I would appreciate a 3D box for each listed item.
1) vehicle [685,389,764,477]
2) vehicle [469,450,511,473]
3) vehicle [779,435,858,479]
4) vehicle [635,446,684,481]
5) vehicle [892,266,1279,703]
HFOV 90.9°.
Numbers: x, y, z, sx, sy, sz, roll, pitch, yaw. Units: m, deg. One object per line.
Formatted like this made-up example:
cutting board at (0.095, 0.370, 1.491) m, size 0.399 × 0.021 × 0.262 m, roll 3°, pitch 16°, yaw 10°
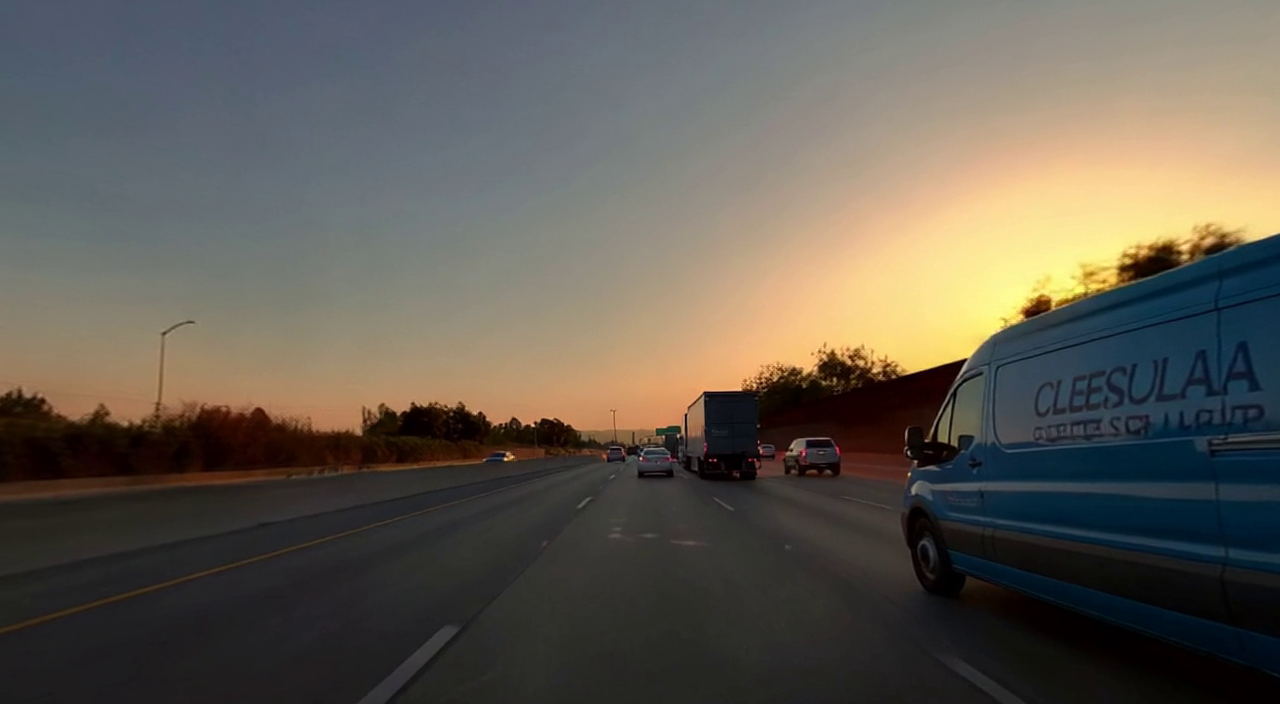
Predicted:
vehicle at (4.393, 4.717, 35.771) m, size 2.821 × 4.077 × 12.562 m, roll 0°, pitch -9°, yaw 0°
vehicle at (-11.652, 8.499, 49.356) m, size 2.058 × 1.678 × 4.584 m, roll 0°, pitch -9°, yaw 1°
vehicle at (7.847, 4.668, 28.186) m, size 2.144 × 1.769 × 4.540 m, roll 0°, pitch -9°, yaw 0°
vehicle at (0.813, 5.099, 29.236) m, size 2.063 × 1.469 × 4.208 m, roll 0°, pitch -9°, yaw -1°
vehicle at (3.792, 0.797, 3.383) m, size 2.441 × 2.017 × 5.739 m, roll 0°, pitch -9°, yaw 0°
